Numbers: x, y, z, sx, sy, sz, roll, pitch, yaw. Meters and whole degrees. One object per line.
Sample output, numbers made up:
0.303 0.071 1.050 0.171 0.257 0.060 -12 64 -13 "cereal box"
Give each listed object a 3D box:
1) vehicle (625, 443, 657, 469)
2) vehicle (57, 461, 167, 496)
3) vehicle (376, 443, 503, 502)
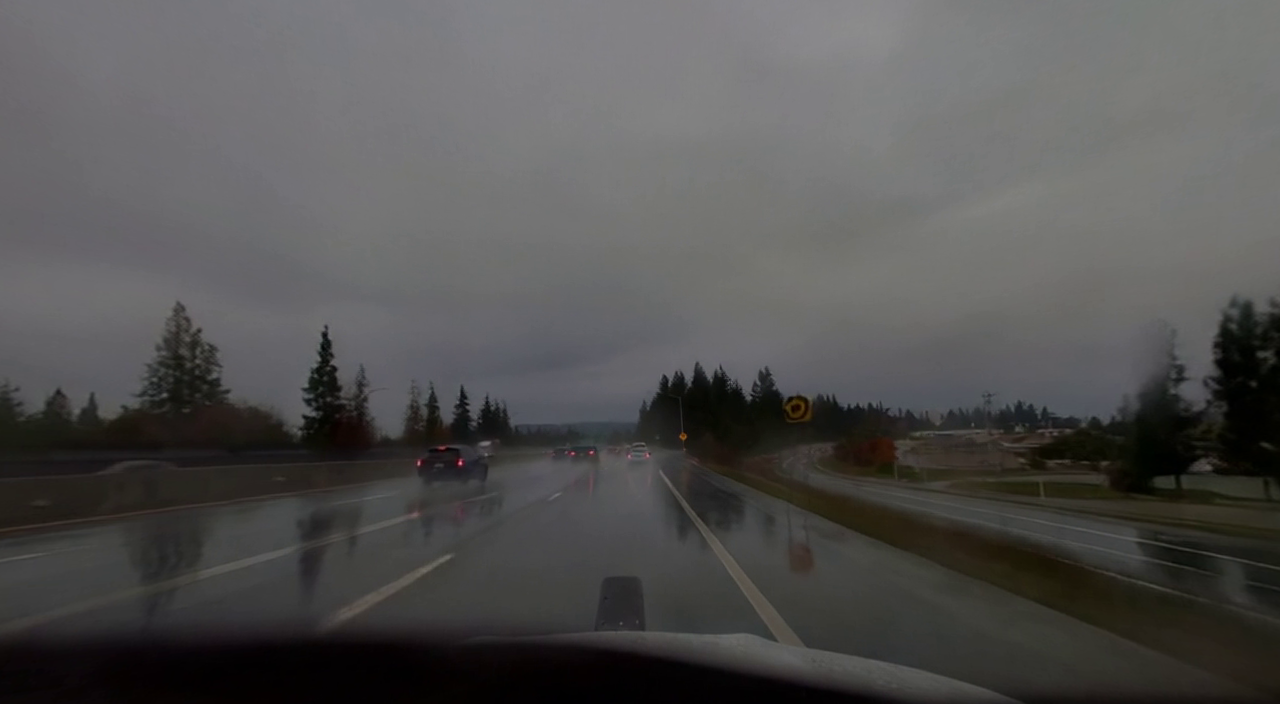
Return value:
0.143 7.421 45.270 2.179 1.742 4.396 -1 -9 2 "vehicle"
-26.426 6.324 31.849 1.771 1.489 4.222 -1 -9 2 "vehicle"
-5.966 3.638 19.549 2.102 1.562 4.884 -1 -9 3 "vehicle"
